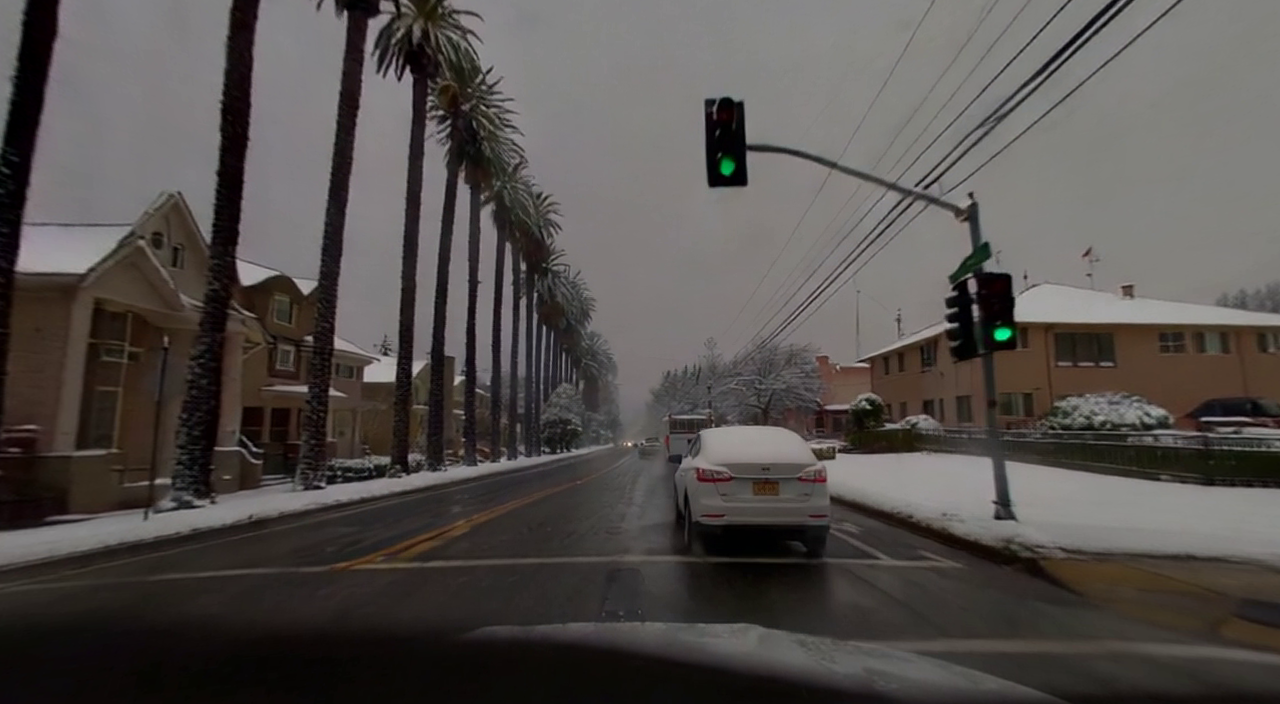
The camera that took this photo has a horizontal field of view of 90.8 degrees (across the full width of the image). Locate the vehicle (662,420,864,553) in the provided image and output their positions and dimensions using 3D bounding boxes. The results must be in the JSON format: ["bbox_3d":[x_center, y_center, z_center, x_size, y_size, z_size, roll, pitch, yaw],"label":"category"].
[{"bbox_3d":[1.537,1.938,9.806,2.096,1.552,4.519,1,-9,-2],"label":"vehicle"}]

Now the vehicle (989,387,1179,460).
[{"bbox_3d":[17.677,2.881,25.416,5.880,2.540,2.003,-3,-6,2],"label":"vehicle"}]
